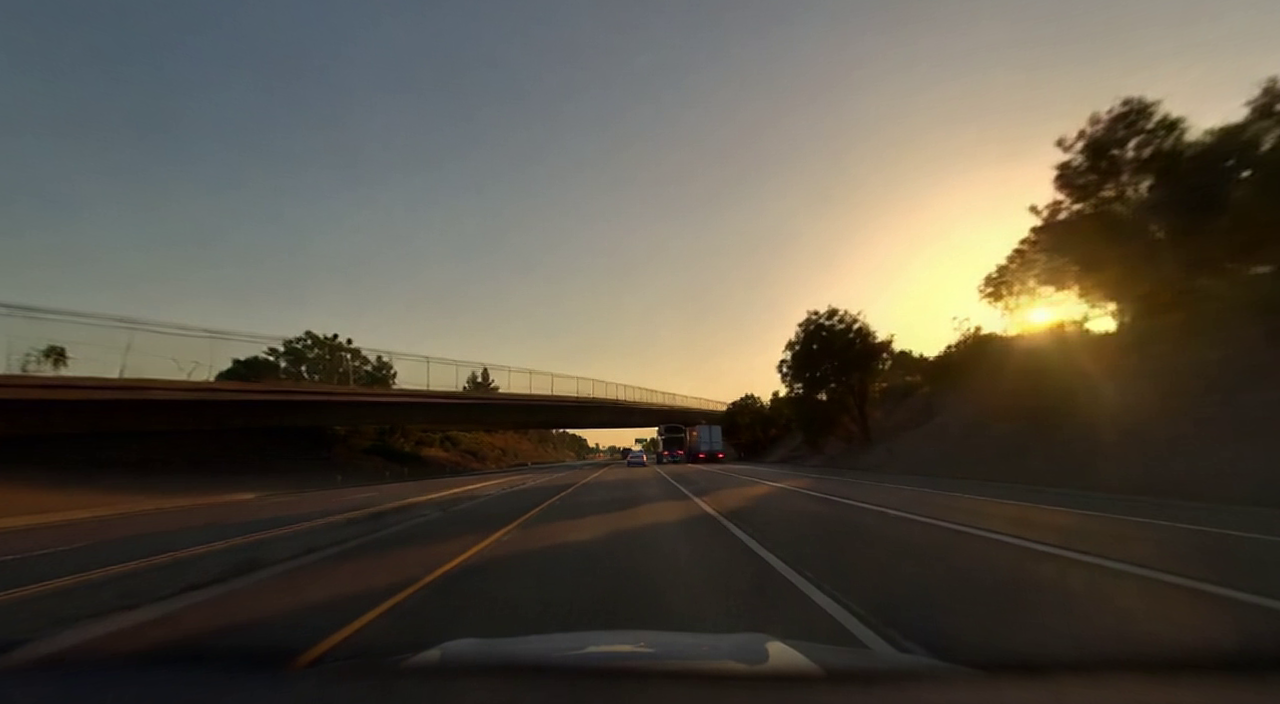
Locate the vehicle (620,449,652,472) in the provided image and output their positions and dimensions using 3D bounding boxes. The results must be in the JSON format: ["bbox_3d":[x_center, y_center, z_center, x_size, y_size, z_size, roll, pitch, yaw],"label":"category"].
[{"bbox_3d":[-0.310,7.327,42.503,2.083,1.473,3.923,0,-9,-1],"label":"vehicle"}]
